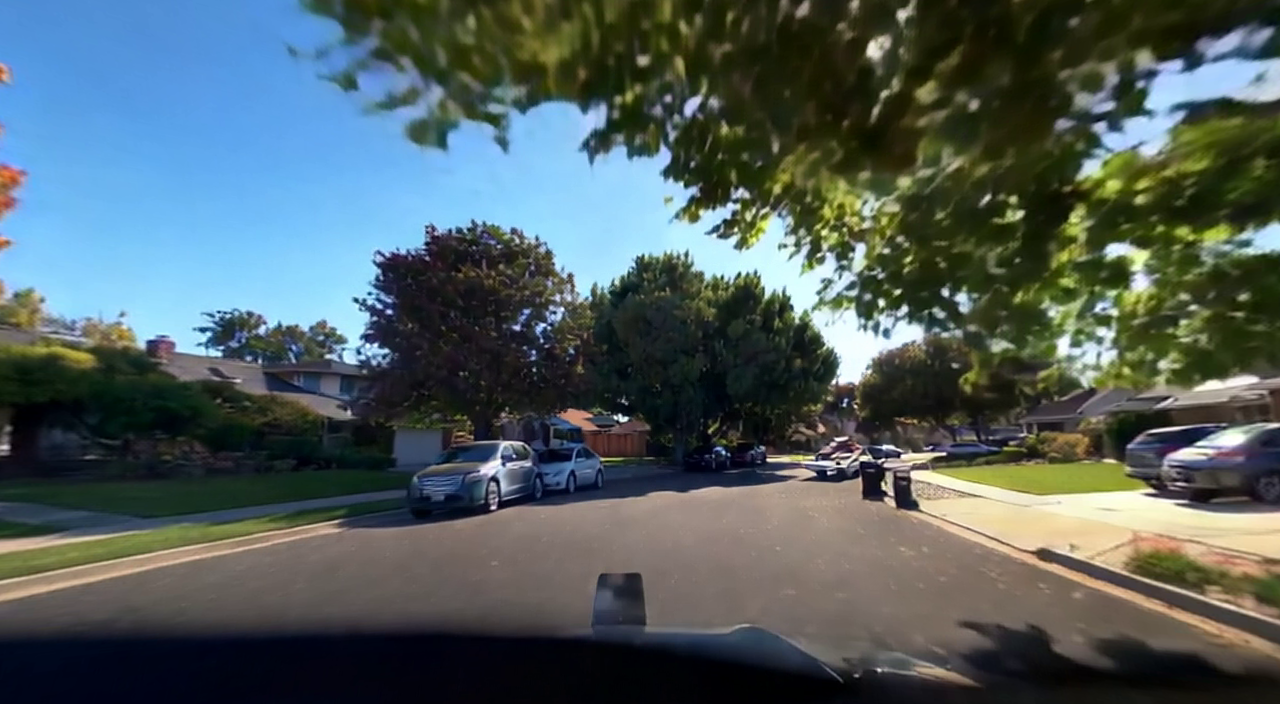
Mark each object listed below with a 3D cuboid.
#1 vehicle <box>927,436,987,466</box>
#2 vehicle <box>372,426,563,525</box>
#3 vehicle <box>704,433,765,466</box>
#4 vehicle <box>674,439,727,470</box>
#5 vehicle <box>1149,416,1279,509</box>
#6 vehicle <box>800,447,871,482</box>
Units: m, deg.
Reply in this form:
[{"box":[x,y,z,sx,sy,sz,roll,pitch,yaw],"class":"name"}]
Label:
[{"box":[23.132,7.209,46.001,3.470,2.123,1.584,0,-7,8],"class":"vehicle"},{"box":[-3.576,2.605,14.390,2.274,1.784,5.090,-1,-7,9],"class":"vehicle"},{"box":[7.159,7.269,46.932,2.632,2.249,6.179,-4,-10,27],"class":"vehicle"},{"box":[3.846,6.353,39.215,2.052,1.745,4.737,-3,-9,21],"class":"vehicle"},{"box":[13.908,2.247,12.947,4.789,1.771,2.092,-1,-9,8],"class":"vehicle"},{"box":[9.983,5.568,31.694,2.804,1.336,6.700,-2,-7,22],"class":"vehicle"}]
